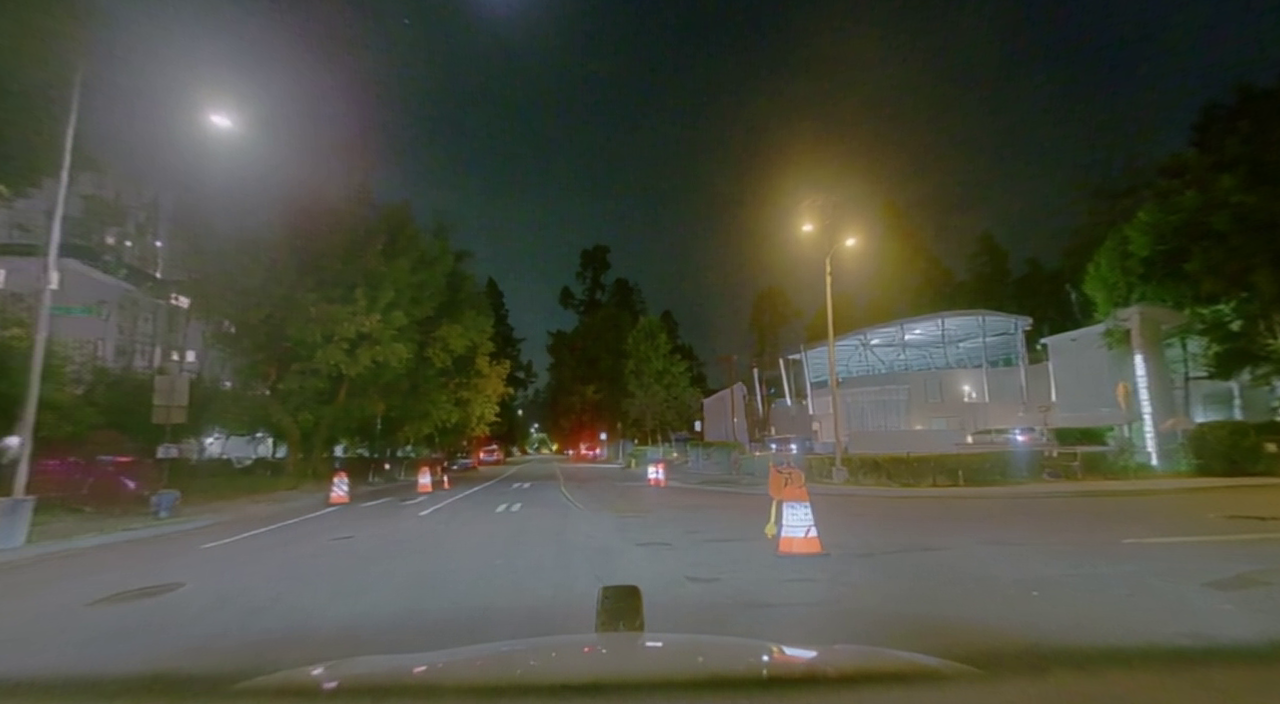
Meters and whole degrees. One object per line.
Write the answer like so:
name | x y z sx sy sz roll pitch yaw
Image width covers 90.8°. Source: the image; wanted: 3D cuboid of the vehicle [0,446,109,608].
vehicle | -7.974 1.501 4.289 2.961 1.701 7.563 1 -8 -7

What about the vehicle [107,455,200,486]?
vehicle | -25.204 6.118 32.928 1.771 1.432 4.363 1 -8 -8
